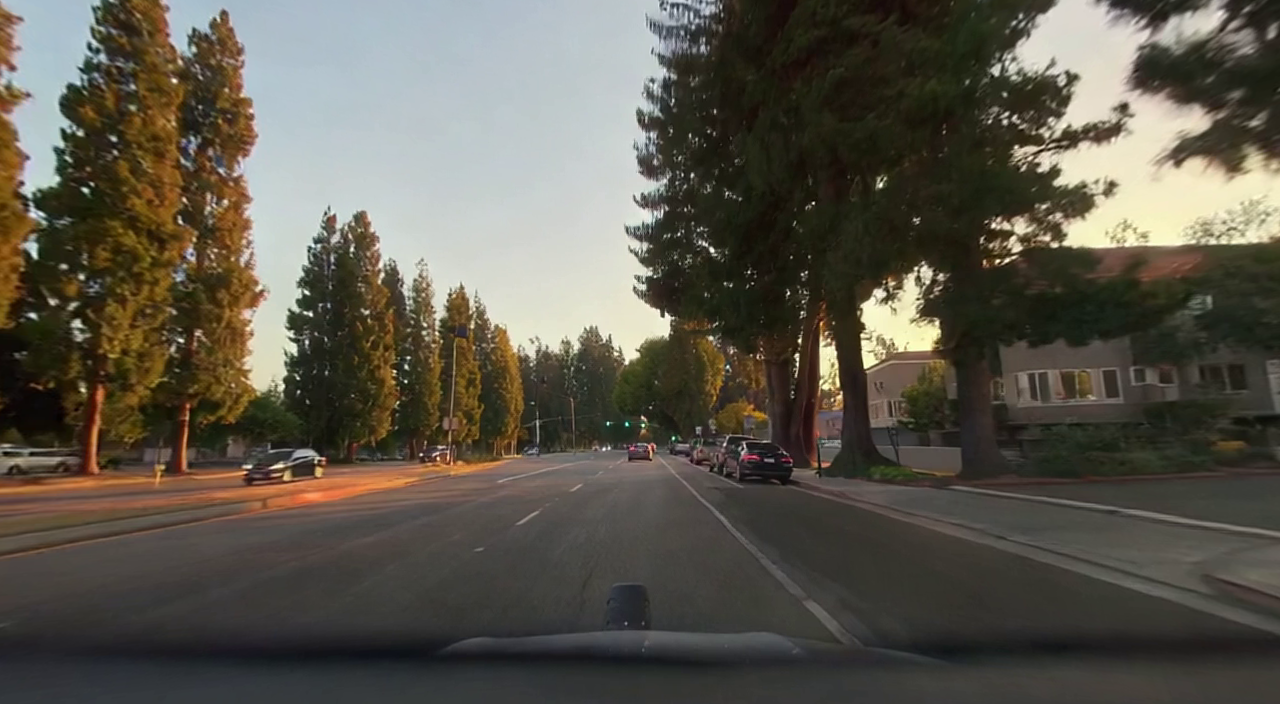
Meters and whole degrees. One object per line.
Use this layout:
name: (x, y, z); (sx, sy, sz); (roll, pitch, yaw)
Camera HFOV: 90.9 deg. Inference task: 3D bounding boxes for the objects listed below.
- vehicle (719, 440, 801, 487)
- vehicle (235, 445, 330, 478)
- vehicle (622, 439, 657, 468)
vehicle: (4.240, 4.018, 23.113); (2.035, 1.500, 4.912); (0, -8, 0)
vehicle: (-17.833, 5.458, 31.731); (1.932, 1.516, 4.738); (-1, -8, 1)
vehicle: (-0.022, 6.521, 40.842); (2.169, 1.751, 4.276); (0, -8, 1)
